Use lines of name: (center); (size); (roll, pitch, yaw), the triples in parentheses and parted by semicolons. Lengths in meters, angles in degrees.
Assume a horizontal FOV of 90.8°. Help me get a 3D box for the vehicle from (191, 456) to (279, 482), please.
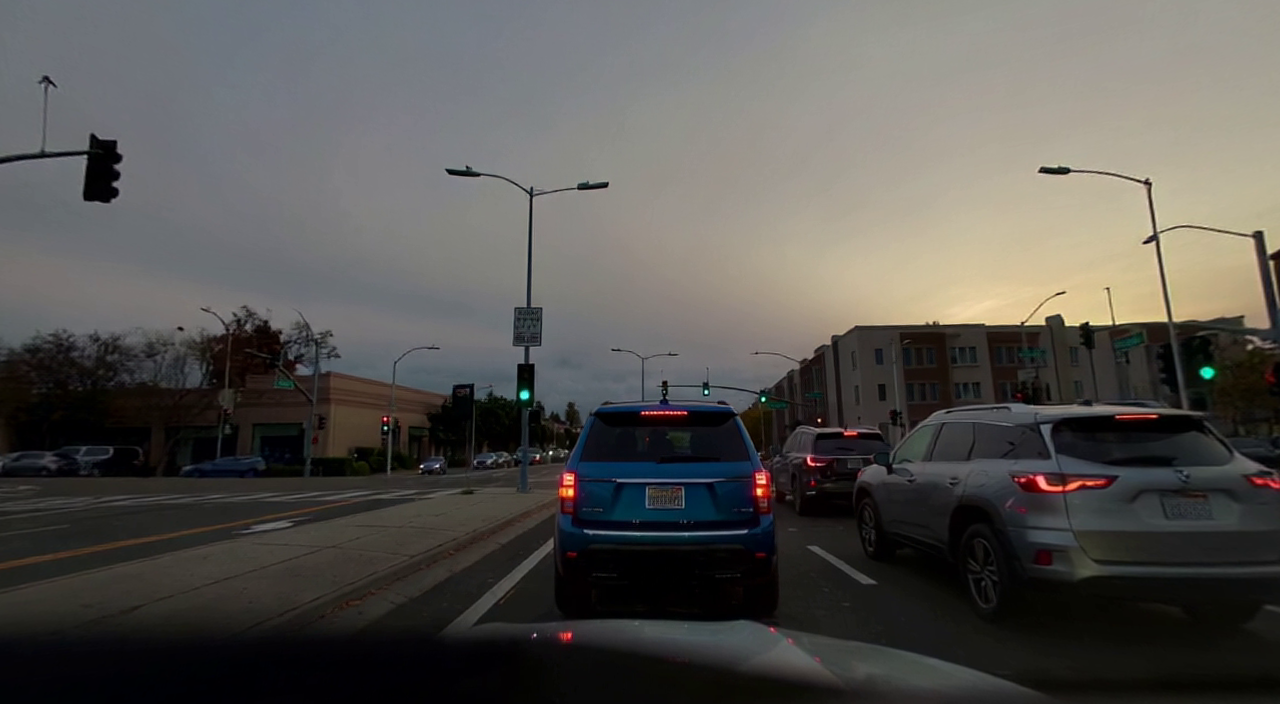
vehicle: (-24.889, 7.177, 38.980); (4.255, 1.444, 1.864); (4, -9, -24)

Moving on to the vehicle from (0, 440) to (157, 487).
vehicle: (-24.559, 4.838, 27.551); (5.062, 1.946, 2.243); (0, -9, -1)

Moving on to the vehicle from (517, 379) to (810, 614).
vehicle: (0.228, 1.470, 7.258); (2.292, 1.840, 4.394); (0, -9, 1)

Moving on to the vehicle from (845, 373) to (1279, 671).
vehicle: (3.564, 1.295, 5.841); (2.018, 1.701, 4.288); (0, -9, 2)
